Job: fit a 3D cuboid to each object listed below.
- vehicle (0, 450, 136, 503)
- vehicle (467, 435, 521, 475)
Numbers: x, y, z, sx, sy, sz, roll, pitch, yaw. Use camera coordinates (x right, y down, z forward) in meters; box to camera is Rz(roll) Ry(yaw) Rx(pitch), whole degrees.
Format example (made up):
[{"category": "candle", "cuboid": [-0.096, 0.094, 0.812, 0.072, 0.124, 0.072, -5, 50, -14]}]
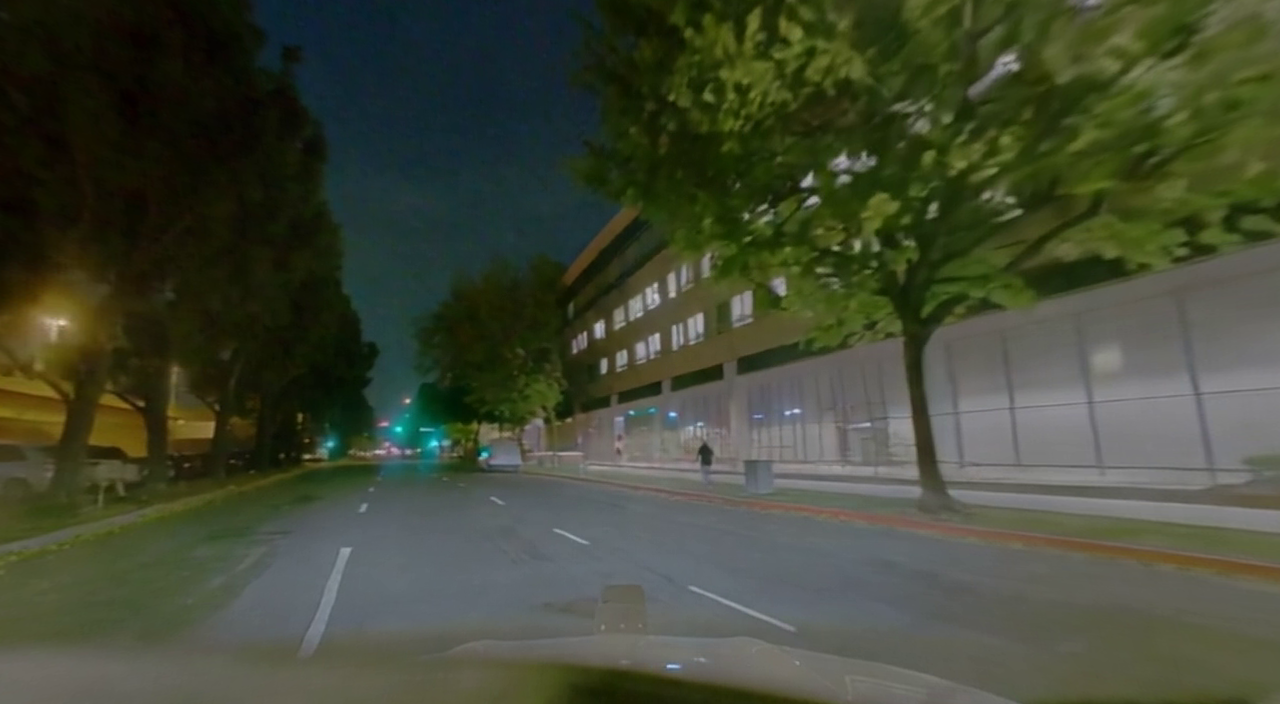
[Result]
[{"category": "vehicle", "cuboid": [-22.641, 4.734, 24.087, 4.769, 1.740, 2.251, 1, -9, -23]}, {"category": "vehicle", "cuboid": [-10.115, 7.036, 43.291, 2.596, 2.509, 6.178, 3, -9, -22]}]
